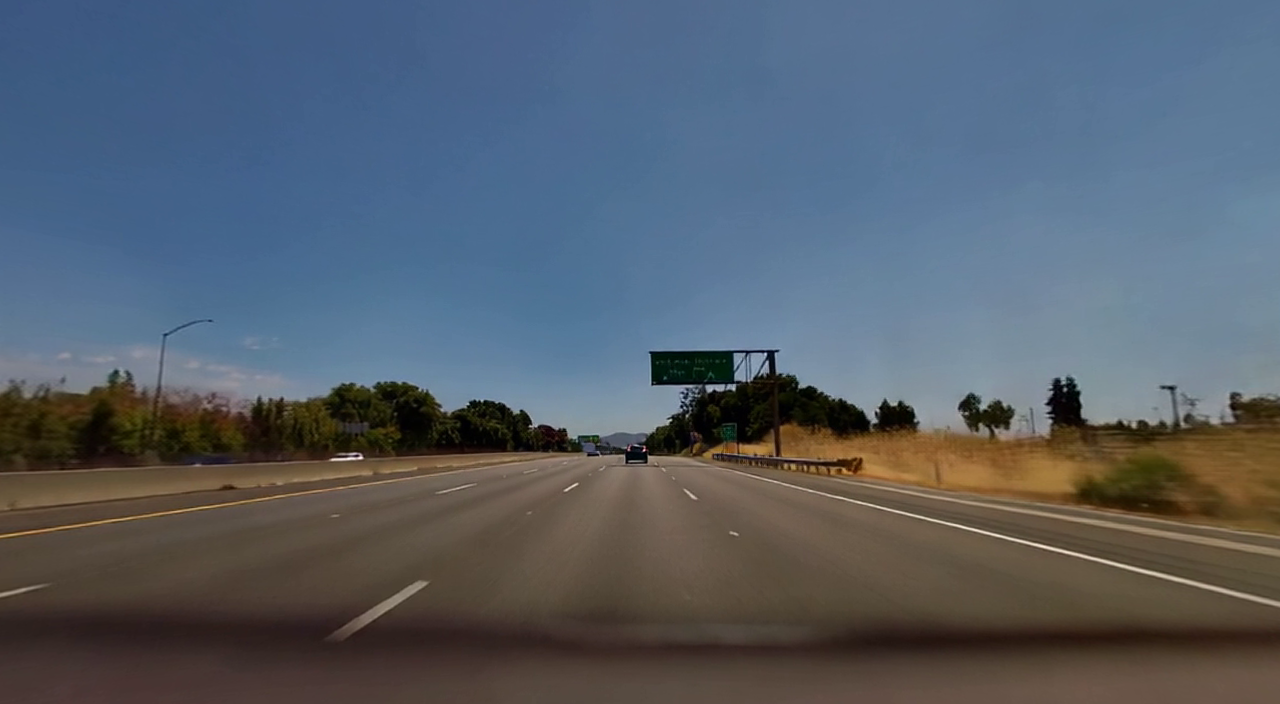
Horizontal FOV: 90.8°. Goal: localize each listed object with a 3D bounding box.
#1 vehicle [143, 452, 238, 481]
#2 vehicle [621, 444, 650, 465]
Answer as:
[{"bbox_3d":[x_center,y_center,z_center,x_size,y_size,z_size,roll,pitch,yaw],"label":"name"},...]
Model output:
[{"bbox_3d":[-25.832,6.556,36.555,1.939,1.501,4.767,0,-9,0],"label":"vehicle"},{"bbox_3d":[-0.365,7.506,46.381,2.025,1.460,4.189,0,-9,-1],"label":"vehicle"}]
